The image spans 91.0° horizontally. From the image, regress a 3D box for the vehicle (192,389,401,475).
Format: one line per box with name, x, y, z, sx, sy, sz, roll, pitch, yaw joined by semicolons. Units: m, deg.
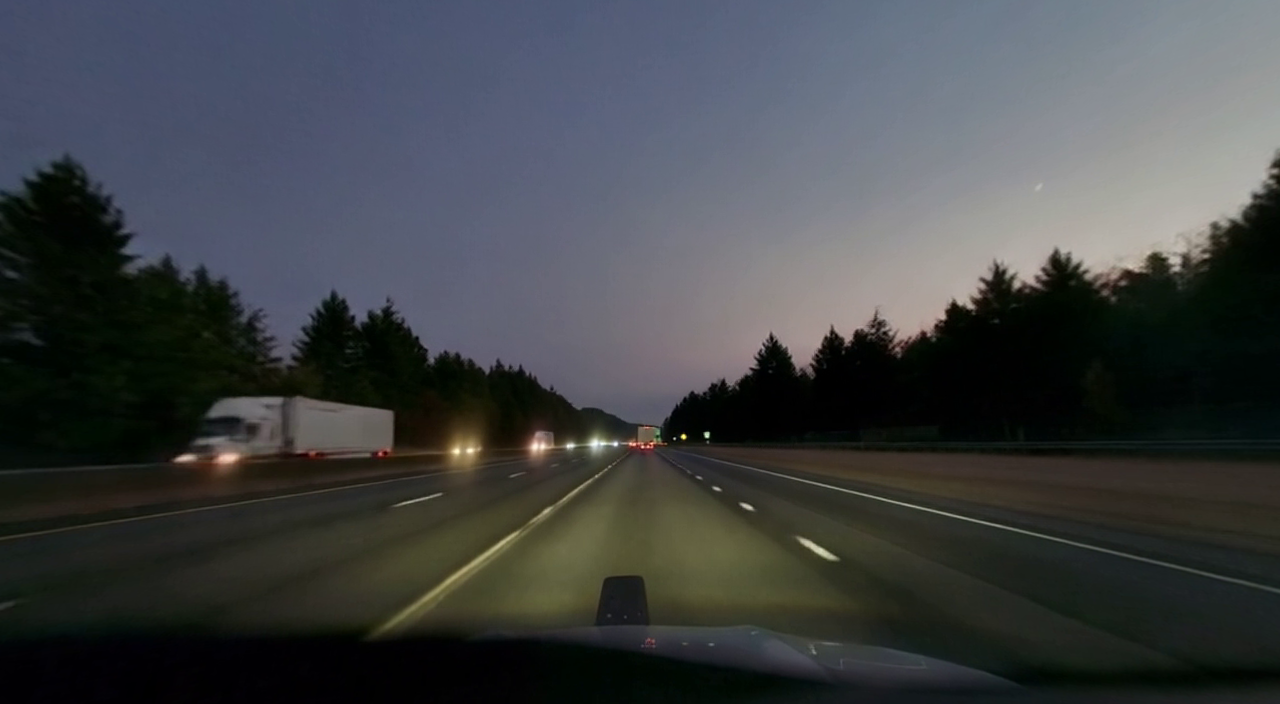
vehicle;-18.168;4.661;35.818;2.868;3.769;16.534;0;-8;-1
